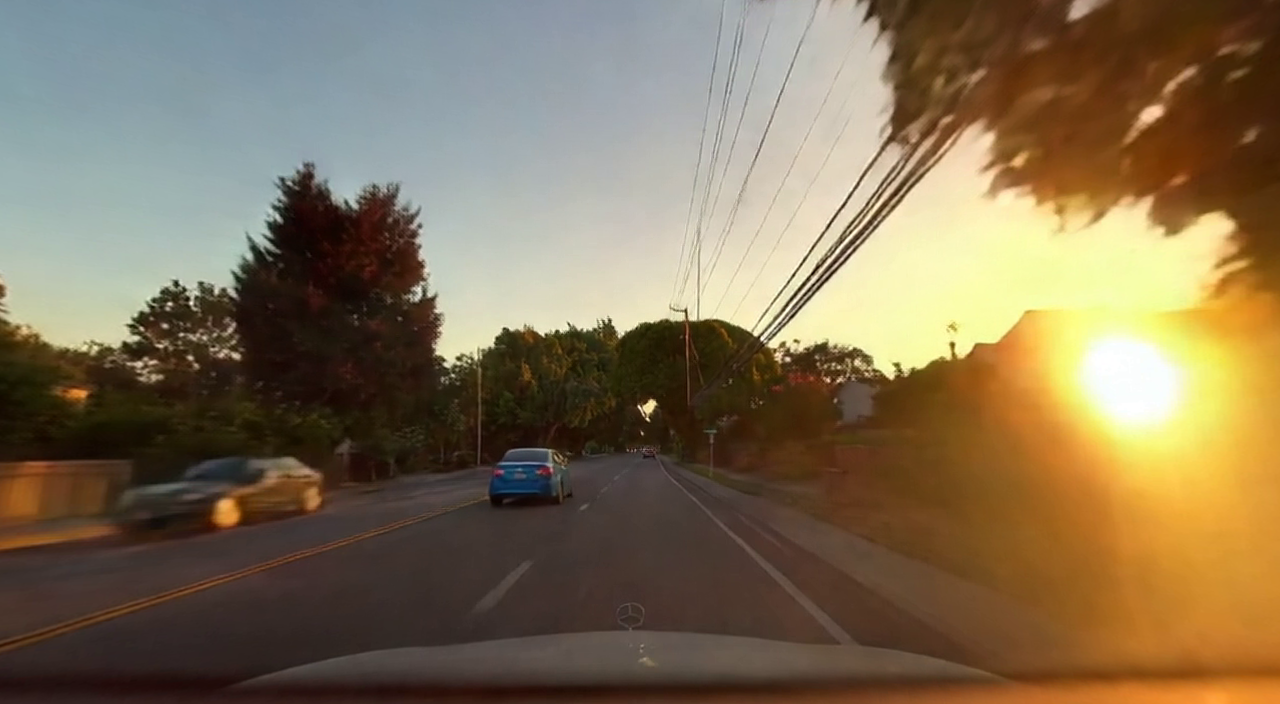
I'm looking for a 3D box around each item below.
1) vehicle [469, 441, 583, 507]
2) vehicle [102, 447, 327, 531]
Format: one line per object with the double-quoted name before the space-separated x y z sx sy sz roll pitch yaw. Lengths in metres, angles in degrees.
"vehicle" -2.911 3.269 17.395 2.085 1.512 5.023 0 -9 2
"vehicle" -9.368 3.000 14.434 2.190 1.602 4.096 0 -9 1
